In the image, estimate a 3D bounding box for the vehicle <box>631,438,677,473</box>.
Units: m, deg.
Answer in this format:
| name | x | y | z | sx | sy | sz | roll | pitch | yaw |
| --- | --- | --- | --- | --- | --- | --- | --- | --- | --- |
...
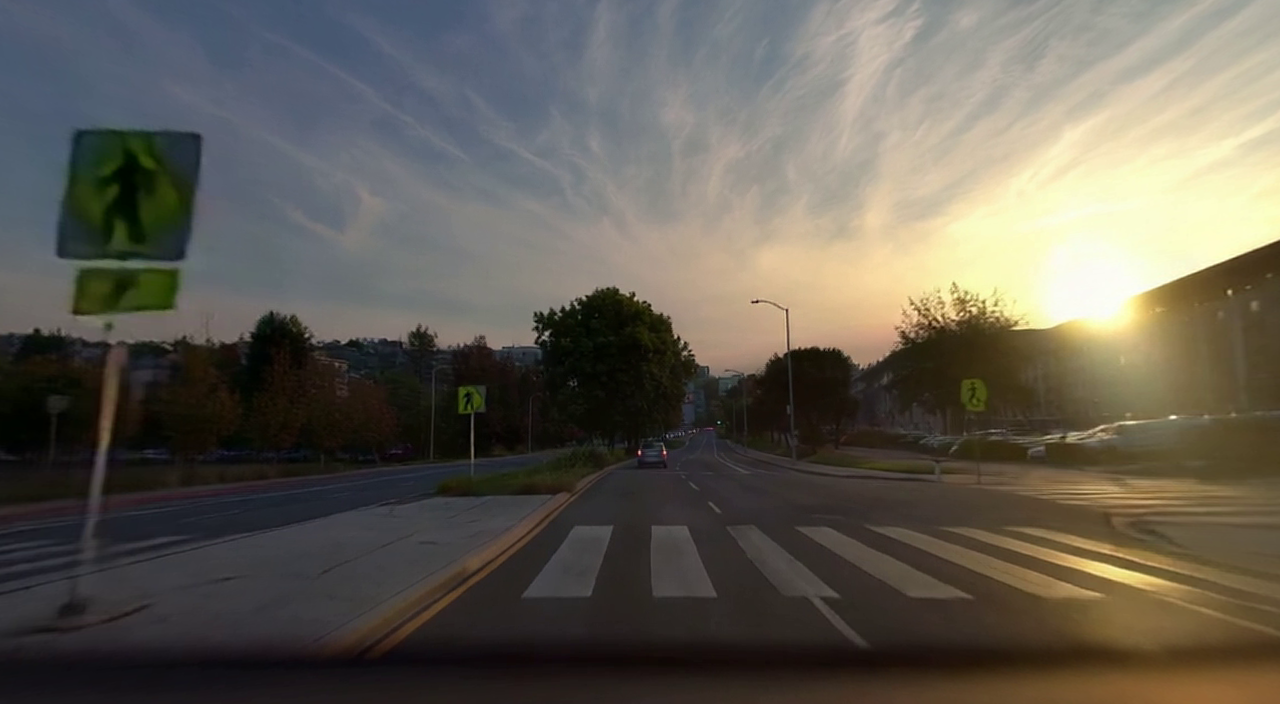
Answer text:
| name | x | y | z | sx | sy | sz | roll | pitch | yaw |
| --- | --- | --- | --- | --- | --- | --- | --- | --- | --- |
| vehicle | 0.718 | 5.170 | 31.789 | 2.158 | 1.600 | 3.865 | -1 | -8 | 2 |
